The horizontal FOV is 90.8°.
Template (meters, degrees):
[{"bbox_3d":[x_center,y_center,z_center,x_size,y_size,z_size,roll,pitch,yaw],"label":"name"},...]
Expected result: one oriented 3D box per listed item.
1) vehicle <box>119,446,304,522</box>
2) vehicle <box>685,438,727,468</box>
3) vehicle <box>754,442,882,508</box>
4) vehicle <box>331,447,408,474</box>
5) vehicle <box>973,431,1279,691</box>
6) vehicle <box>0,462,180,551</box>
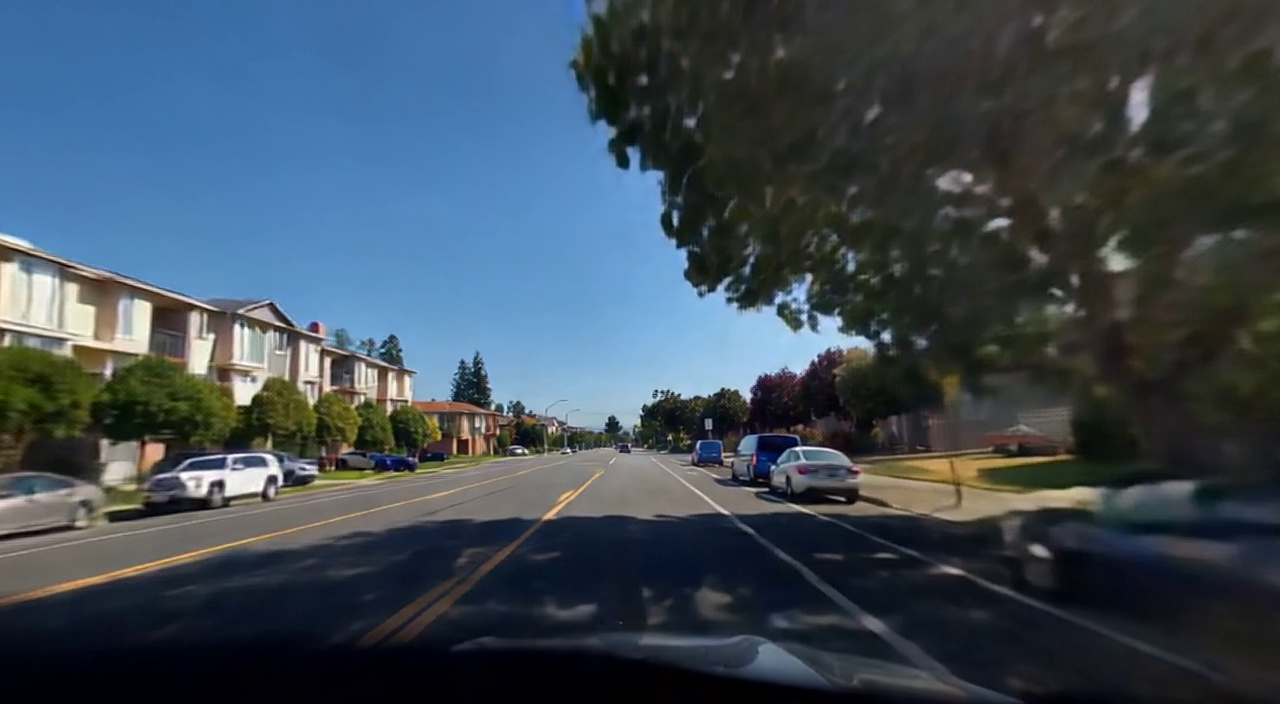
[{"bbox_3d":[-12.737,3.888,19.372,2.149,1.865,5.247,-3,-8,-2],"label":"vehicle"},{"bbox_3d":[4.290,6.626,41.716,2.052,1.859,4.778,1,-8,-3],"label":"vehicle"},{"bbox_3d":[4.516,3.172,16.866,1.923,1.493,4.628,0,-8,-2],"label":"vehicle"},{"bbox_3d":[-18.507,7.404,43.354,4.397,1.768,1.956,1,-8,-4],"label":"vehicle"},{"bbox_3d":[4.692,1.331,4.449,2.024,1.491,4.647,1,-8,-2],"label":"vehicle"},{"bbox_3d":[-12.695,3.196,13.715,1.954,1.491,4.633,0,-8,-1],"label":"vehicle"}]
